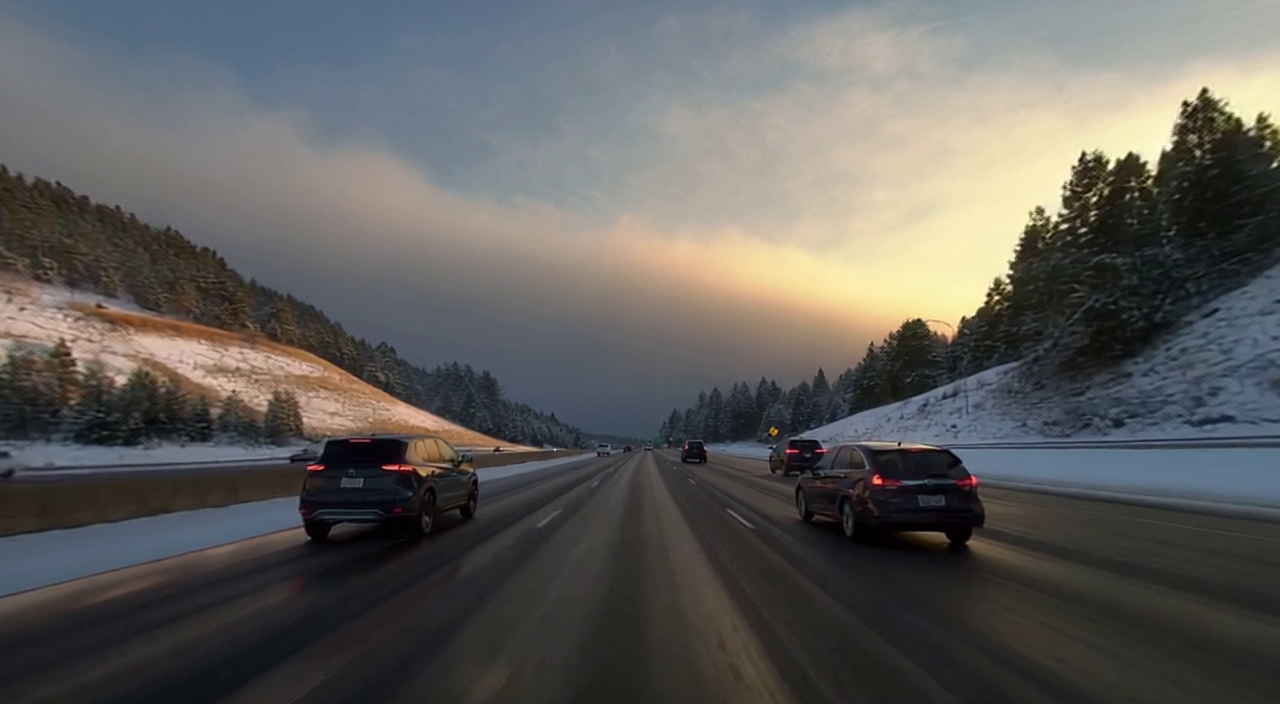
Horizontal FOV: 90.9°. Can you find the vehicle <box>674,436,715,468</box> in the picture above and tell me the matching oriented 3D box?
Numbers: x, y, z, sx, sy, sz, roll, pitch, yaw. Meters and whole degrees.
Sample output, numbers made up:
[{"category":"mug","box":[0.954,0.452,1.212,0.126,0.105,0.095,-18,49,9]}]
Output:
[{"category":"vehicle","box":[3.459,6.484,40.980,2.121,1.925,5.056,0,-9,-1]}]

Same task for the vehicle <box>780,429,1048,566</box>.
[{"category":"vehicle","box":[3.489,1.919,9.115,1.941,1.481,4.300,0,-9,0]}]

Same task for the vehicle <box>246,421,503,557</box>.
[{"category":"vehicle","box":[-3.810,2.053,10.155,2.166,1.672,4.388,0,-9,1]}]
